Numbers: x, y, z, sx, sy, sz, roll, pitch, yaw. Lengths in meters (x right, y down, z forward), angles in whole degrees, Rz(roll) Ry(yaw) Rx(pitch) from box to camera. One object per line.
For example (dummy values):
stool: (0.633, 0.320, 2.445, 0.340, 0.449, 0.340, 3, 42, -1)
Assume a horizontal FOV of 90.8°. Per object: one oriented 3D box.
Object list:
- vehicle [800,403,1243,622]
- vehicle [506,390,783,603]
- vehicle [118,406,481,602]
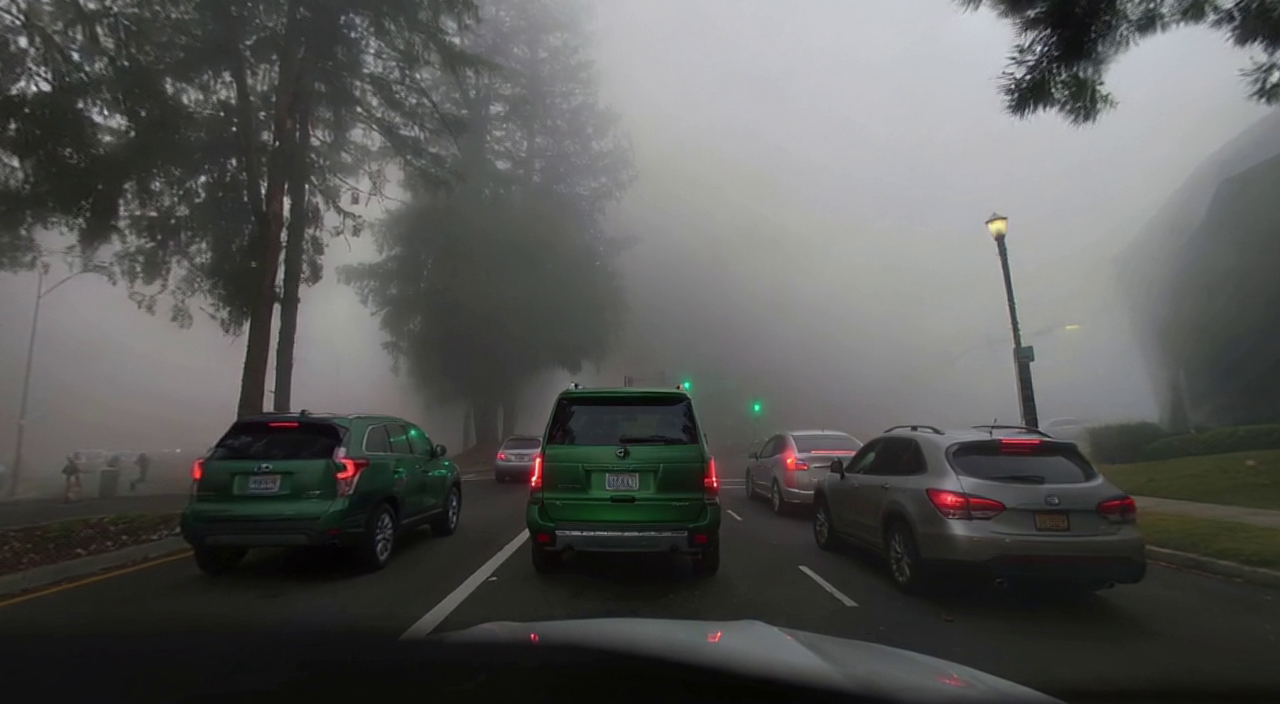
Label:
vehicle: (3.475, 1.552, 7.055, 2.202, 1.657, 4.298, 0, -9, -1)
vehicle: (0.017, 1.488, 7.252, 2.294, 1.761, 3.857, 0, -9, -1)
vehicle: (-3.378, 1.579, 7.400, 1.961, 1.639, 4.064, 0, -9, 0)
